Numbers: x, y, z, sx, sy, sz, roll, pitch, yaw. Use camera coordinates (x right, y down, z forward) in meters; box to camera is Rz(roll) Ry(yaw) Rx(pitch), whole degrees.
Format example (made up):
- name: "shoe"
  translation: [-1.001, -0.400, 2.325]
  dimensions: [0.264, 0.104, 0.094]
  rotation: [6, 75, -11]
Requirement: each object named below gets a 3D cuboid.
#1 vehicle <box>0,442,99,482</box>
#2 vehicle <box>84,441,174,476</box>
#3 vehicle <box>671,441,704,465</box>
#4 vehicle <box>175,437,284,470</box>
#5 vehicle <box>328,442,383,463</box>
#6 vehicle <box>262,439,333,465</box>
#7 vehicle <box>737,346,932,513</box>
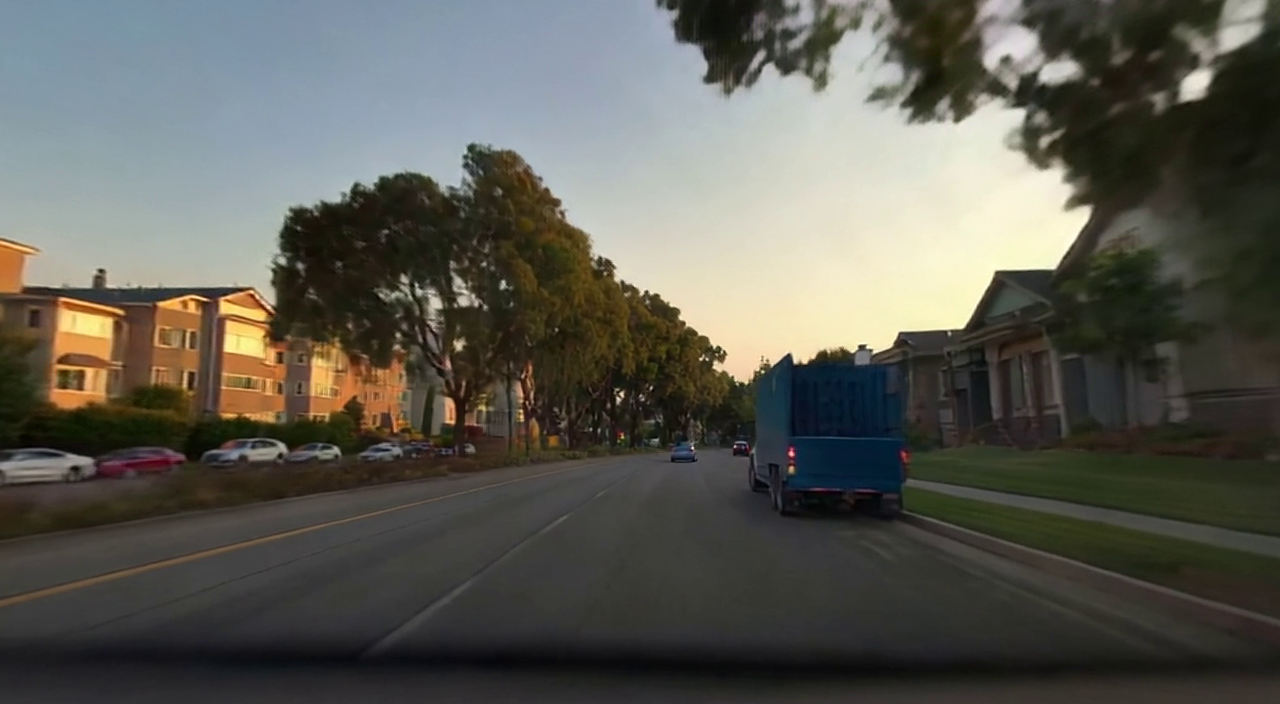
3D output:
- name: "vehicle"
  translation: [-24.325, 4.324, 24.928]
  dimensions: [2.015, 1.446, 4.316]
  rotation: [-2, -8, 0]
- name: "vehicle"
  translation: [-24.145, 5.006, 29.882]
  dimensions: [1.659, 1.570, 2.845]
  rotation: [-1, -8, 5]
- name: "vehicle"
  translation: [2.886, 6.065, 37.981]
  dimensions: [1.871, 1.370, 4.206]
  rotation: [-1, -8, 5]
- name: "vehicle"
  translation: [-23.493, 5.848, 36.432]
  dimensions: [2.242, 1.693, 5.560]
  rotation: [-2, -9, 5]
- name: "vehicle"
  translation: [-21.913, 7.749, 48.738]
  dimensions: [1.900, 1.489, 4.361]
  rotation: [-1, -8, 6]
- name: "vehicle"
  translation: [-22.826, 6.681, 42.254]
  dimensions: [2.008, 1.668, 4.379]
  rotation: [-1, -8, 5]
- name: "vehicle"
  translation: [4.467, 2.135, 16.747]
  dimensions: [2.945, 3.277, 8.473]
  rotation: [-1, -8, 4]
